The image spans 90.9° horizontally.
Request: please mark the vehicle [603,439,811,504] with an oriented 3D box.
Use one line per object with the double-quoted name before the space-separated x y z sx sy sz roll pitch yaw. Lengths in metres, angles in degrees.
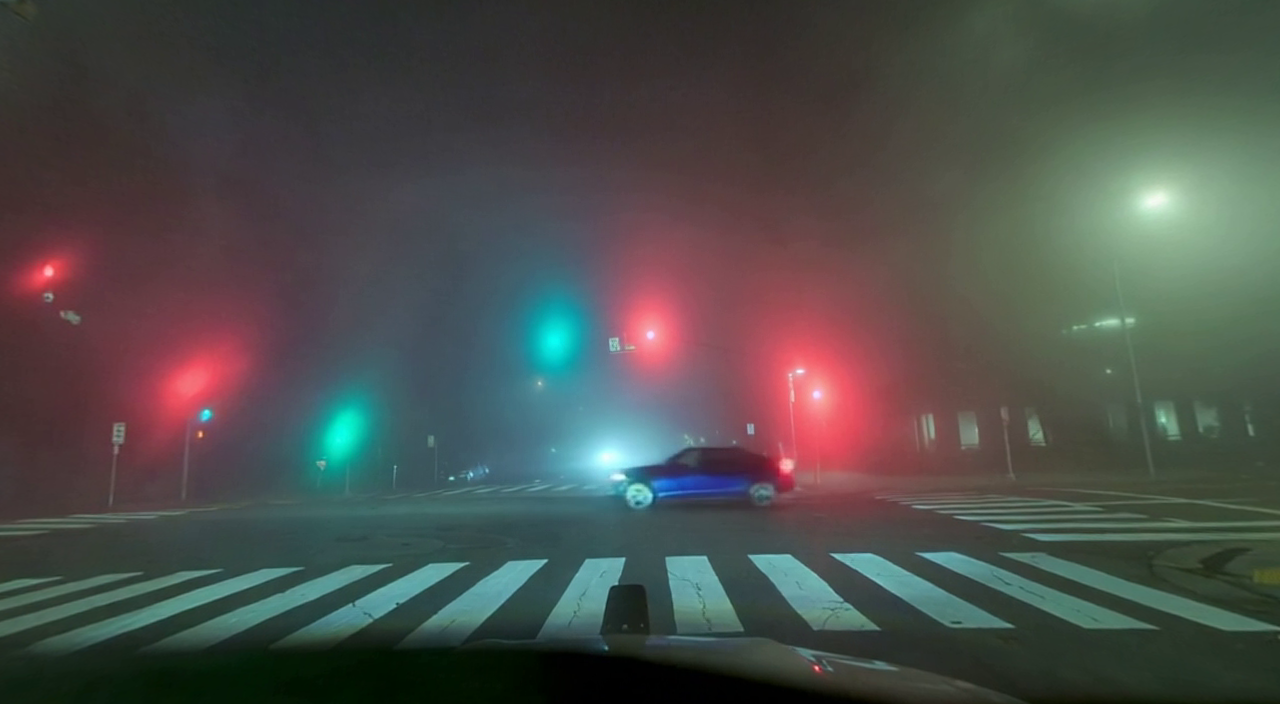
"vehicle" 1.571 2.953 15.786 4.847 1.484 1.926 0 -8 1
